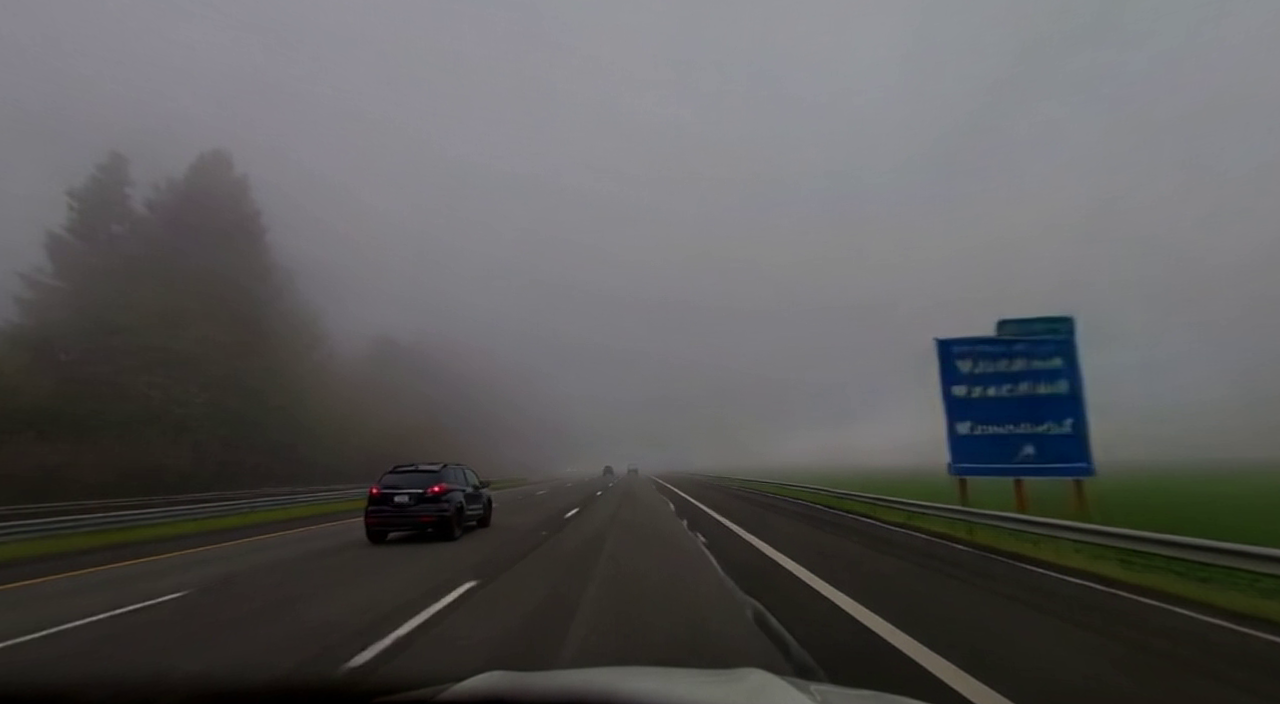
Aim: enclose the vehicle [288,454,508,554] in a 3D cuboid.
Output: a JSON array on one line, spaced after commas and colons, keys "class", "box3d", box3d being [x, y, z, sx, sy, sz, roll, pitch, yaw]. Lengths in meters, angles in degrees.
[{"class": "vehicle", "box3d": [-4.076, 2.683, 11.695, 2.183, 1.435, 4.653, 0, -10, 1]}]
